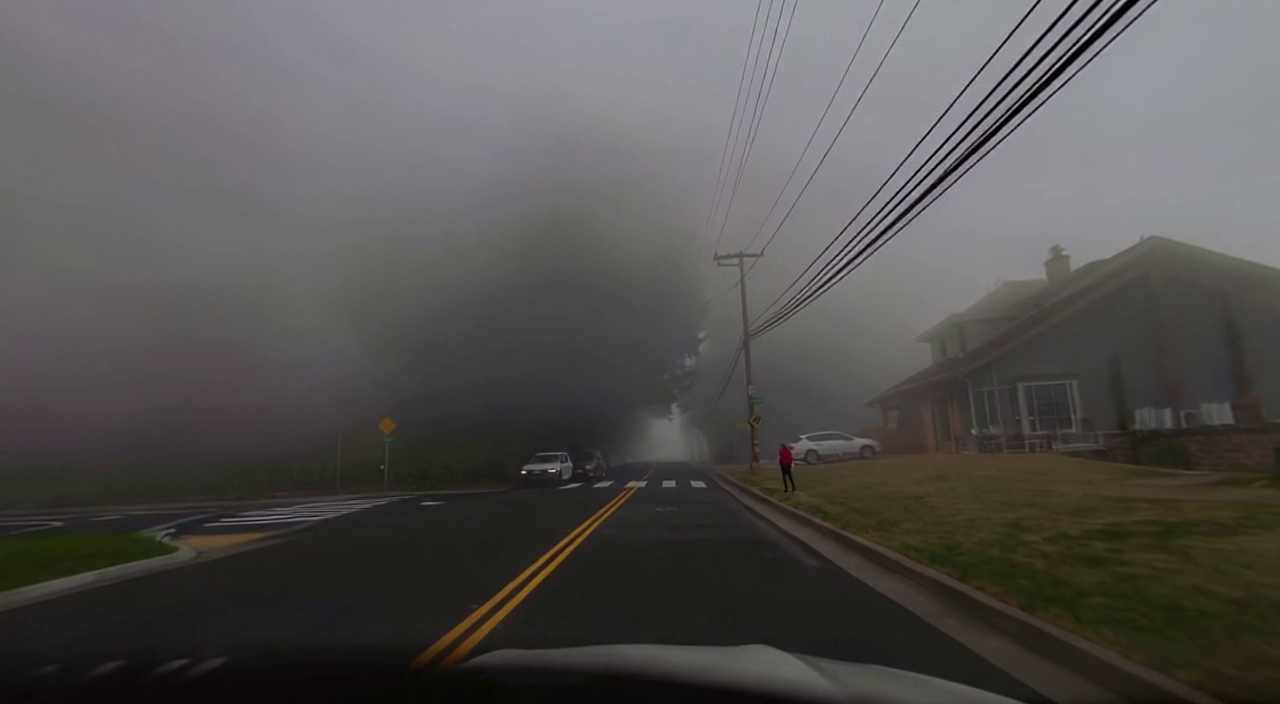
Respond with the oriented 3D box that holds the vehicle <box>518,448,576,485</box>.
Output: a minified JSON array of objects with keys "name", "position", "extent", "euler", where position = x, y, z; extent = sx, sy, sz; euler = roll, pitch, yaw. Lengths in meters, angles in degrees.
[{"name":"vehicle","position":[-4.812,5.970,33.380],"extent":[2.203,1.787,4.704],"euler":[-1,-8,2]}]
